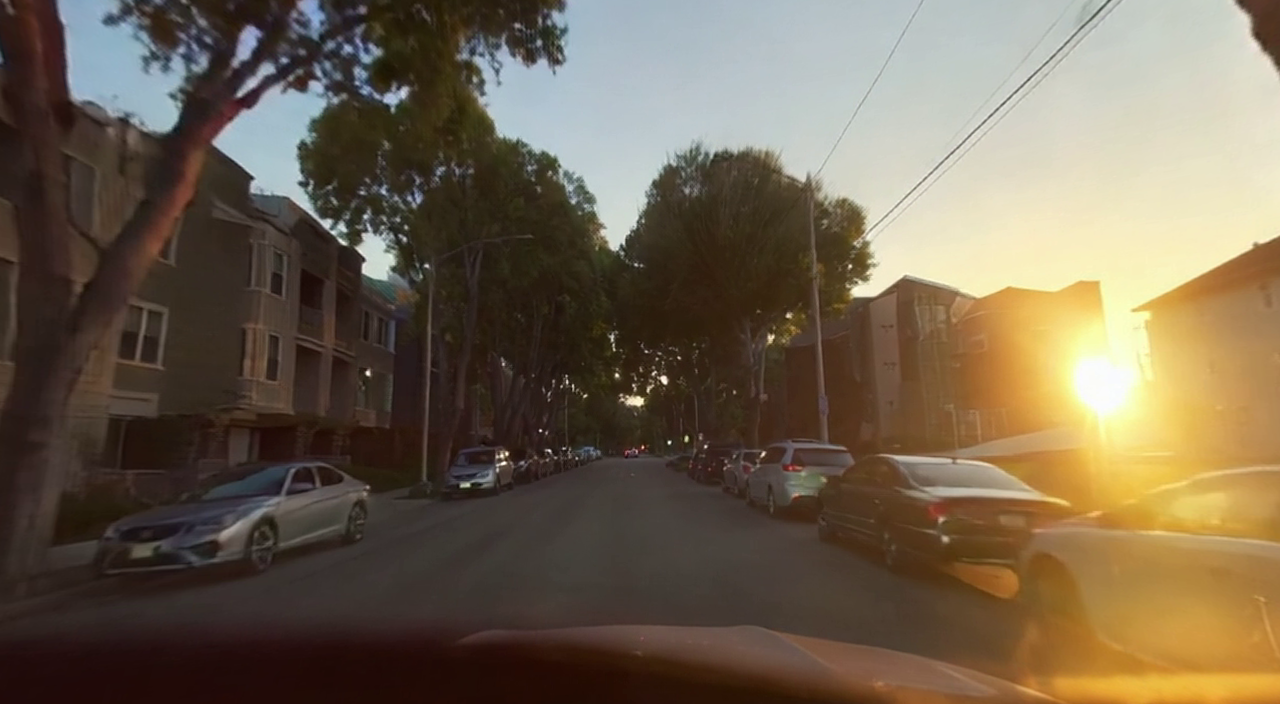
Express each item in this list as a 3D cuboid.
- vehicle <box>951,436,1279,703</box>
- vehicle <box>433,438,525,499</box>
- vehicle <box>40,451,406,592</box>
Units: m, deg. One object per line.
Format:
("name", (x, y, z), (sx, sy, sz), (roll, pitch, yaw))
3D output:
("vehicle", (3.643, 1.135, 2.898), (1.881, 1.460, 4.737), (0, -9, -2))
("vehicle", (-5.484, 4.037, 22.213), (2.069, 1.881, 4.697), (0, -9, -1))
("vehicle", (-5.255, 2.157, 8.977), (2.080, 1.458, 4.511), (0, -9, 0))
